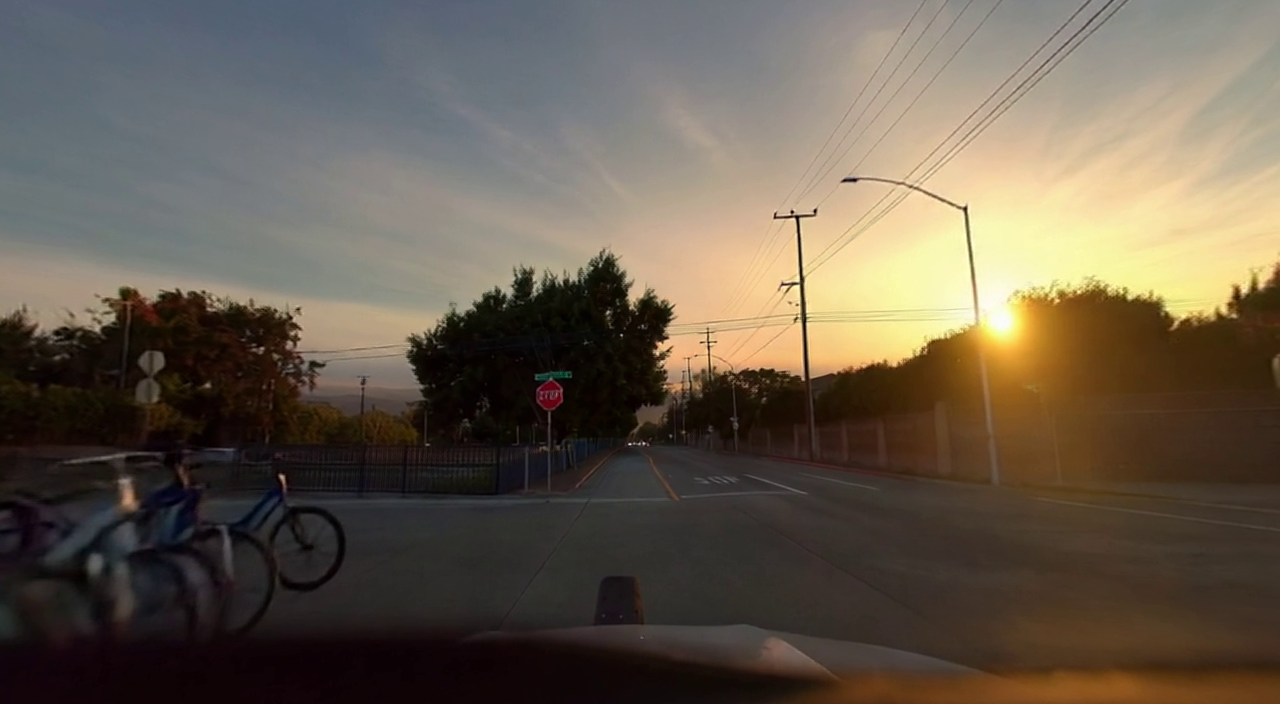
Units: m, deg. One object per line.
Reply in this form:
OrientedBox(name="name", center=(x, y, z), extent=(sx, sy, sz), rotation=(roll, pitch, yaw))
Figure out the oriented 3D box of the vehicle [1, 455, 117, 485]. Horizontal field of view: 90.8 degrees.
OrientedBox(name="vehicle", center=(-33.531, 6.806, 36.569), extent=(4.569, 1.558, 1.903), rotation=(0, -9, -5))
